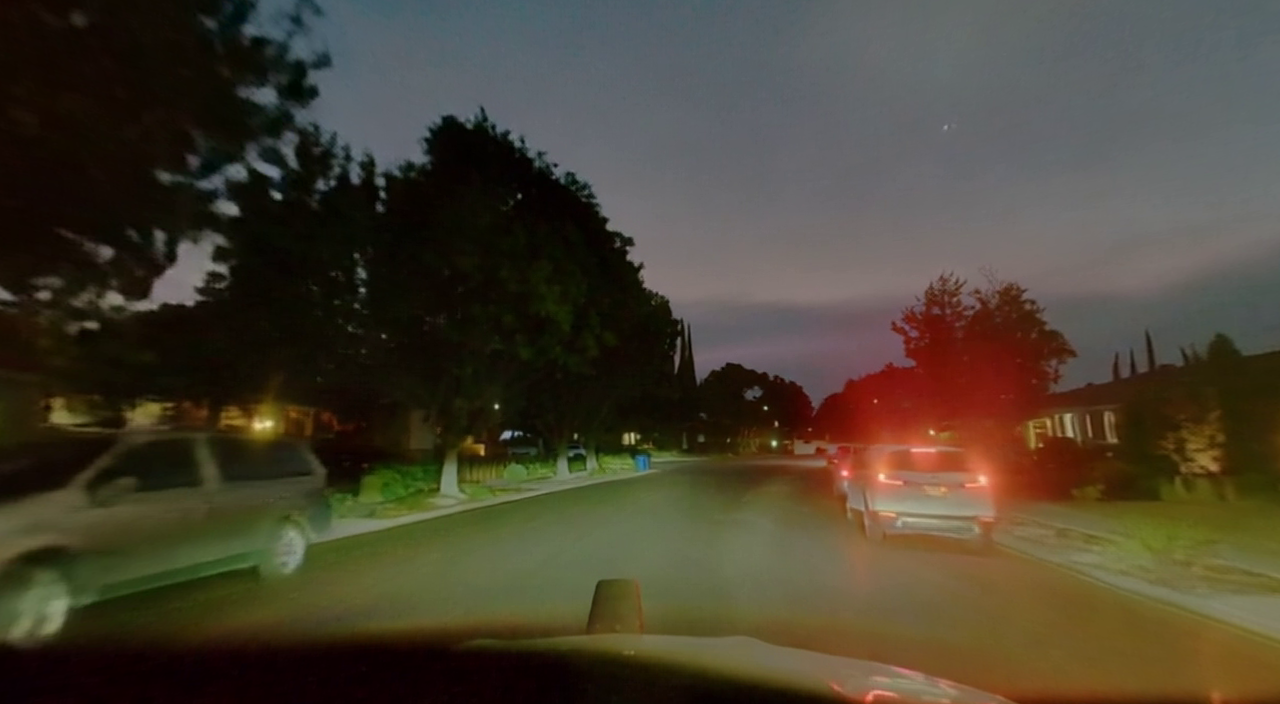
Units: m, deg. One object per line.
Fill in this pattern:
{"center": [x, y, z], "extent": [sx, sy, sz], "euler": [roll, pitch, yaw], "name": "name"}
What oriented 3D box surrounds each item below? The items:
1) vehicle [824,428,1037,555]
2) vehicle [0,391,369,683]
{"center": [4.568, 2.230, 10.876], "extent": [2.075, 1.657, 4.648], "euler": [-1, -9, 9], "name": "vehicle"}
{"center": [-4.731, 1.433, 5.930], "extent": [2.041, 1.762, 4.508], "euler": [-3, -8, 6], "name": "vehicle"}
